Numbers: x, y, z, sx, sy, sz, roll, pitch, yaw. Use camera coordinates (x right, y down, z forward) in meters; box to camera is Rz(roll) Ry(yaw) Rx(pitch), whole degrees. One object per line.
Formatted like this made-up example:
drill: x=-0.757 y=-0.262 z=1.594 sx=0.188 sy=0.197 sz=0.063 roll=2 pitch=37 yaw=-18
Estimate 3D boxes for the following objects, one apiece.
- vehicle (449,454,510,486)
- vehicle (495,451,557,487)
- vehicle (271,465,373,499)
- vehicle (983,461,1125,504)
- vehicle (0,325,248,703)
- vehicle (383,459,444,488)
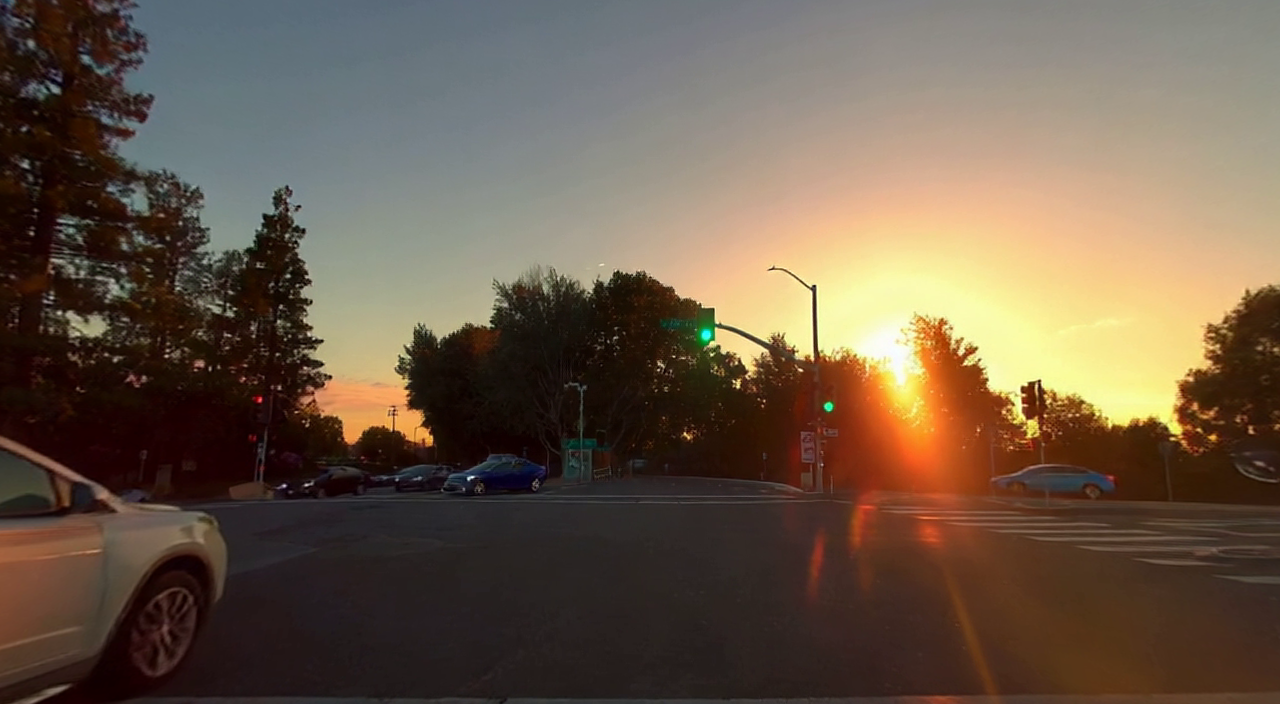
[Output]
vehicle: x=-8.049 y=5.971 z=32.081 sx=1.960 sy=1.433 sz=4.213 roll=0 pitch=-8 yaw=1
vehicle: x=-5.116 y=5.293 z=28.892 sx=2.107 sy=1.456 sz=4.728 roll=0 pitch=-8 yaw=-2
vehicle: x=-19.374 y=7.901 z=38.660 sx=2.050 sy=1.755 sz=5.135 roll=-7 pitch=-11 yaw=36
vehicle: x=17.385 y=5.467 z=26.752 sx=4.571 sy=1.621 sz=2.113 roll=-3 pitch=-9 yaw=20
vehicle: x=-3.465 y=0.655 z=1.365 sx=2.242 sy=1.761 sz=4.505 roll=0 pitch=-8 yaw=1
vehicle: x=-16.706 y=8.951 z=46.798 sx=2.111 sy=1.925 sz=4.507 roll=-2 pitch=-9 yaw=13
